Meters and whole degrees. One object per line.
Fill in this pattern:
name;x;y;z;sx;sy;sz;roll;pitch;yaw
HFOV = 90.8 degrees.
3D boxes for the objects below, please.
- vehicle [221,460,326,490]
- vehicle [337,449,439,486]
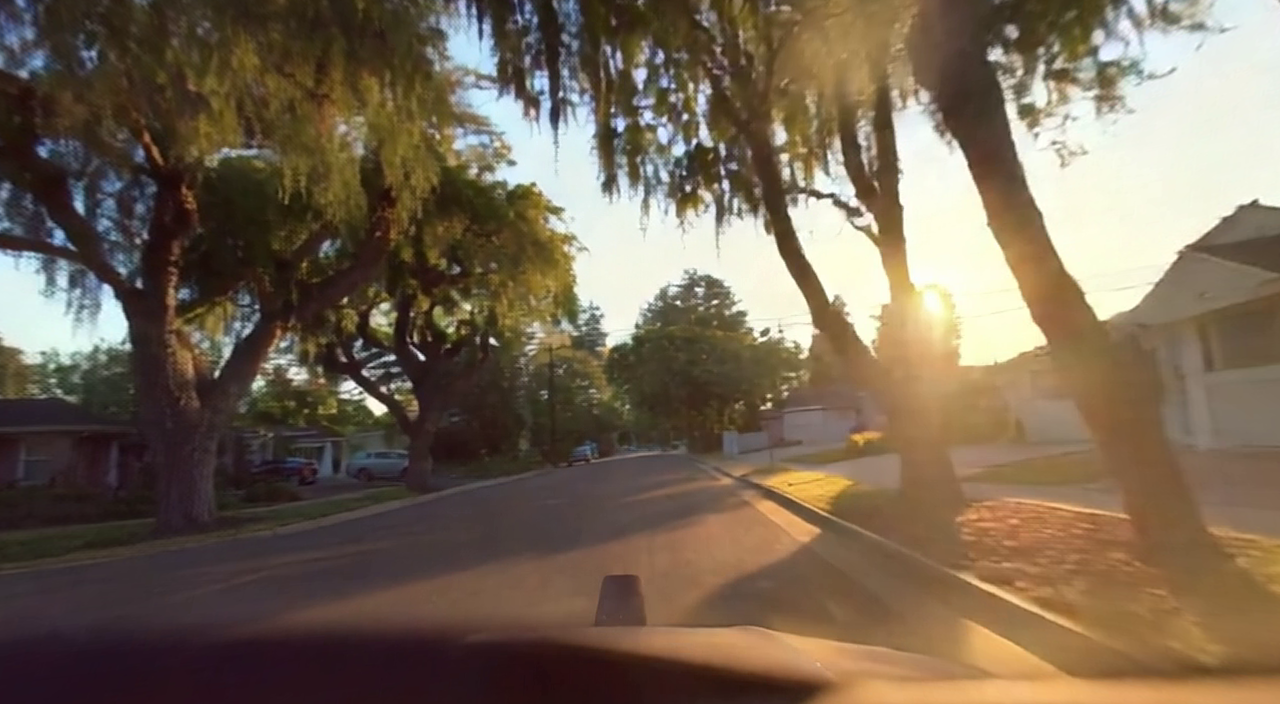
vehicle;-19.604;6.582;33.928;4.531;1.470;1.855;-2;-9;4
vehicle;-13.234;6.058;33.333;4.559;1.745;1.918;-1;-9;0
